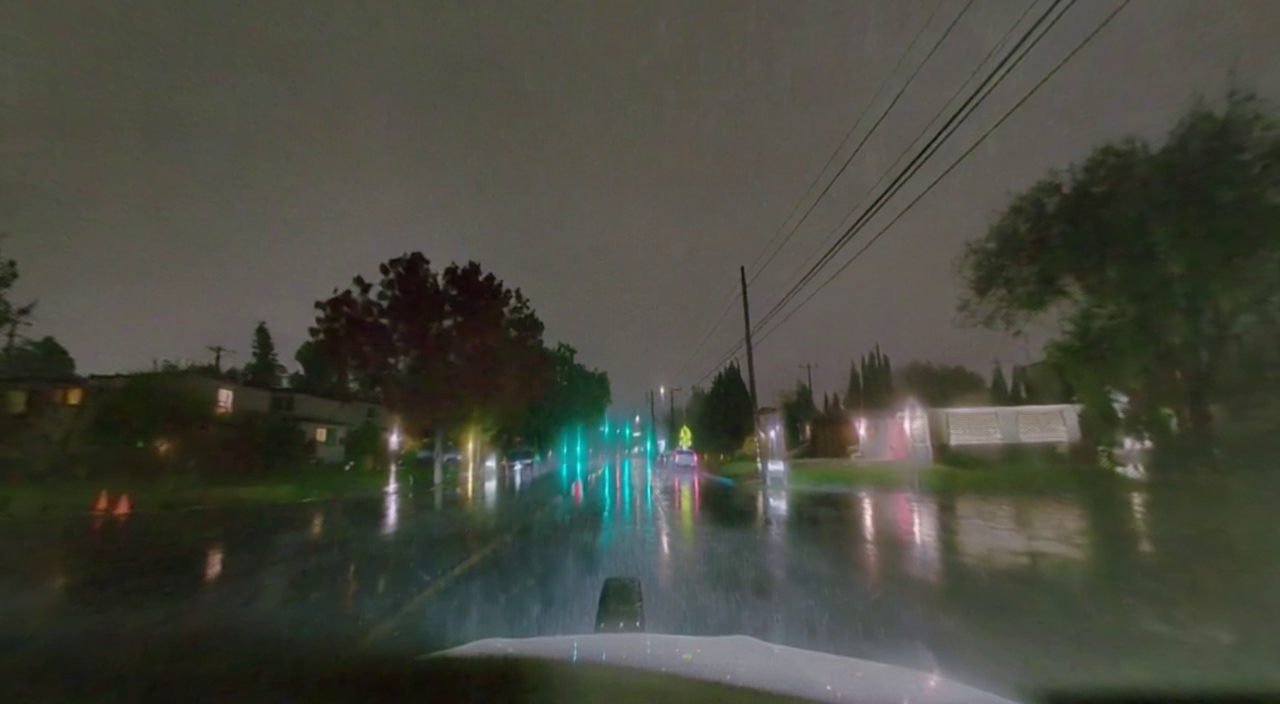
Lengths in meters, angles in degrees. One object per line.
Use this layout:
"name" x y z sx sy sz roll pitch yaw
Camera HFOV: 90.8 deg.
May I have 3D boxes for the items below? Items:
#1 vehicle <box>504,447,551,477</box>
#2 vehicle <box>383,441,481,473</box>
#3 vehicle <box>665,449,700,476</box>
"vehicle" -7.638 7.574 43.475 2.266 1.877 5.167 -1 -10 0
"vehicle" -15.765 7.998 48.252 6.526 2.046 2.522 3 -9 -2
"vehicle" 2.689 7.147 41.050 1.896 1.602 4.571 0 -9 -1
